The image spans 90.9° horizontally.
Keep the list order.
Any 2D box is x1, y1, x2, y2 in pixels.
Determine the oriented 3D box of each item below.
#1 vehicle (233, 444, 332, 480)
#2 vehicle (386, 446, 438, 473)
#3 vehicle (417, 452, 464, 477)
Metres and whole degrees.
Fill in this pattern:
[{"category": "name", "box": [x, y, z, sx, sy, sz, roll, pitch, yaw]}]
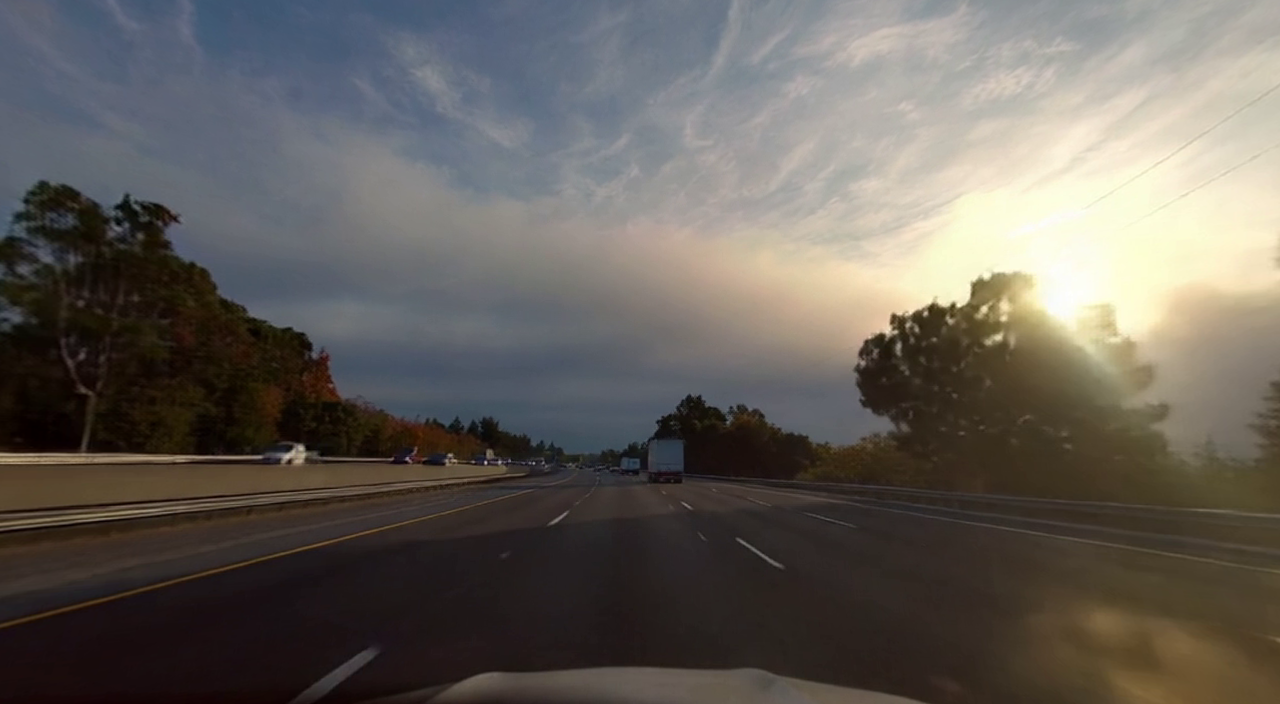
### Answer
[{"category": "vehicle", "box": [-16.150, 5.049, 28.780, 1.914, 1.484, 4.634, 1, -11, -2]}, {"category": "vehicle", "box": [-16.966, 8.107, 47.127, 2.106, 1.843, 4.997, 1, -11, -1]}, {"category": "vehicle", "box": [-12.224, 6.947, 38.786, 1.732, 1.414, 3.600, 1, -11, -1]}]
